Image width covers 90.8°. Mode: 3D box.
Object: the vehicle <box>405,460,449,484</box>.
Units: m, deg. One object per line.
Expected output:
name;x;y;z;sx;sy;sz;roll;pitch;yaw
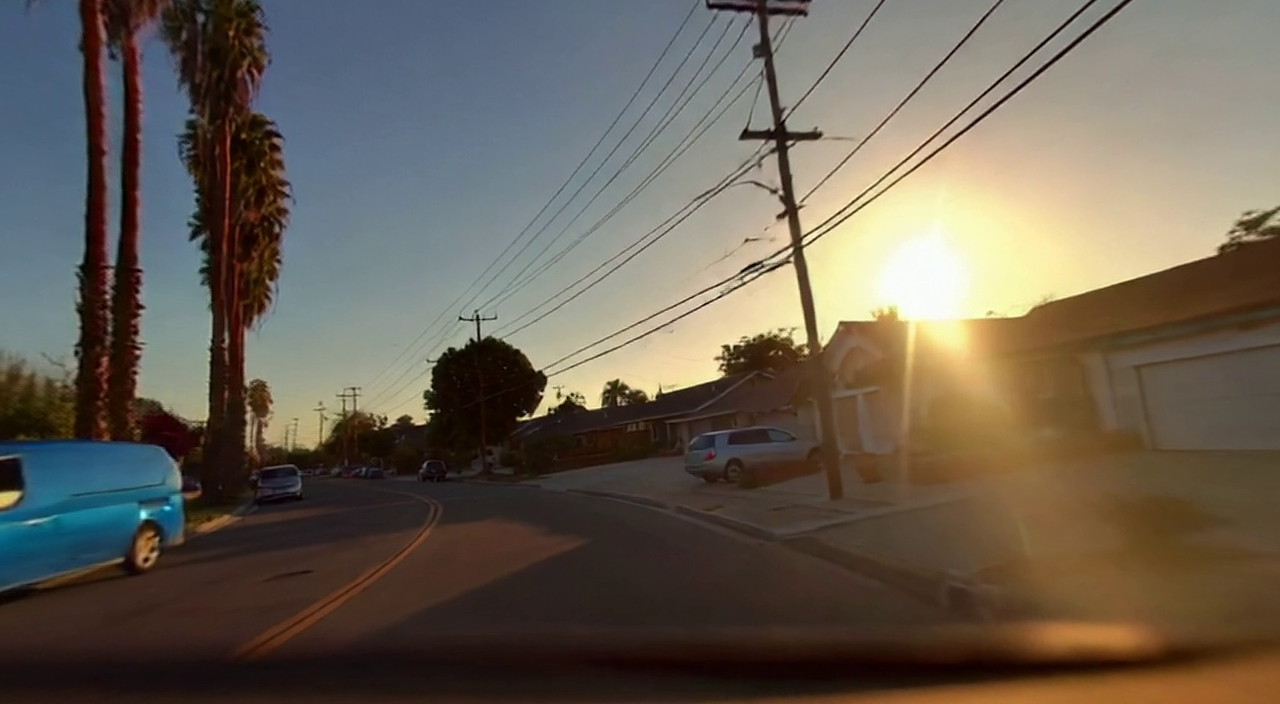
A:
vehicle;-14.669;8.196;43.433;1.870;1.490;3.802;5;-10;-33

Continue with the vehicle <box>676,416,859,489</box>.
vehicle;3.991;3.150;20.059;5.102;2.040;2.472;3;-9;-21

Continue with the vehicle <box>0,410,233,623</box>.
vehicle;-8.028;2.026;7.949;2.552;2.134;6.076;-2;-10;-9

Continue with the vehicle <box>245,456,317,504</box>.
vehicle;-15.546;5.534;27.365;2.410;1.790;4.699;4;-12;-30
